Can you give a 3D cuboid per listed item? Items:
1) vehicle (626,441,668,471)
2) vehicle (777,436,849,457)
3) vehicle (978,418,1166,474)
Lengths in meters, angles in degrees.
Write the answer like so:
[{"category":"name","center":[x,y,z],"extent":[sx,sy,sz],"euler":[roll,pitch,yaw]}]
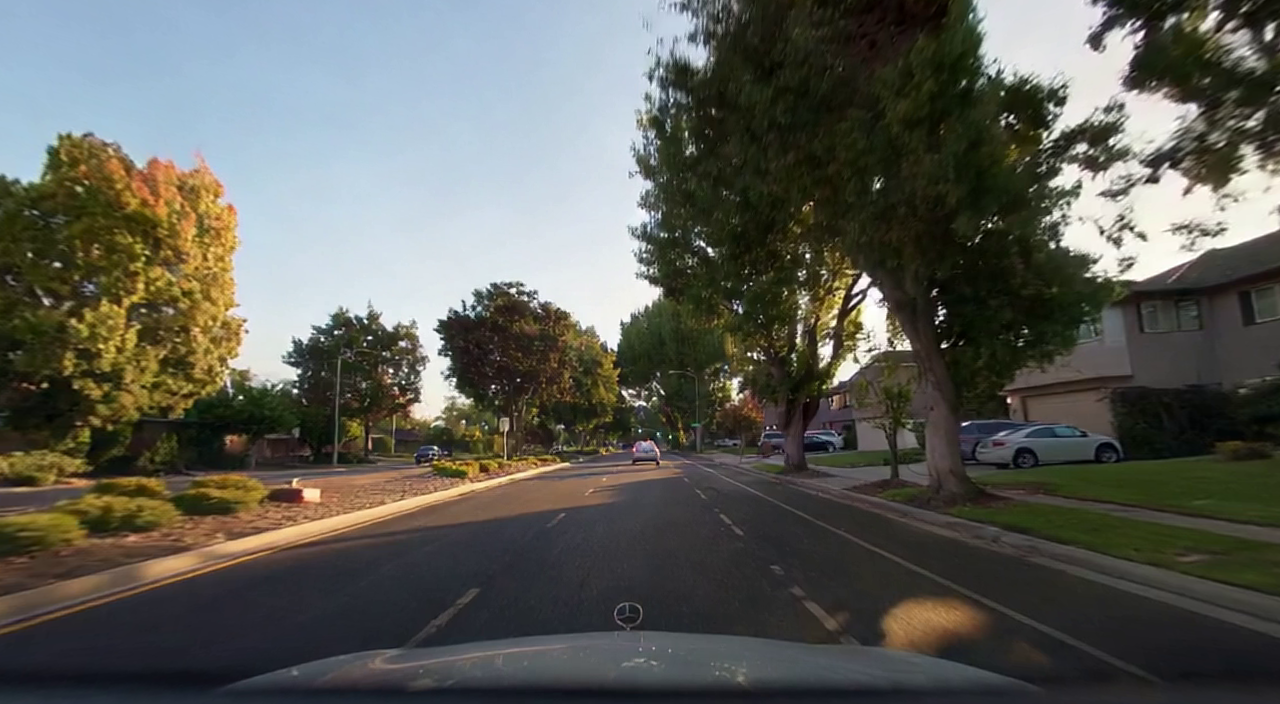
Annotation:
[{"category":"vehicle","center":[0.368,5.501,33.355],"extent":[2.054,1.456,4.003],"euler":[0,-8,1]},{"category":"vehicle","center":[12.739,6.962,46.370],"extent":[4.787,1.494,1.887],"euler":[0,-8,0]},{"category":"vehicle","center":[13.577,2.952,19.962],"extent":[4.447,1.519,1.955],"euler":[-2,-6,1]}]
